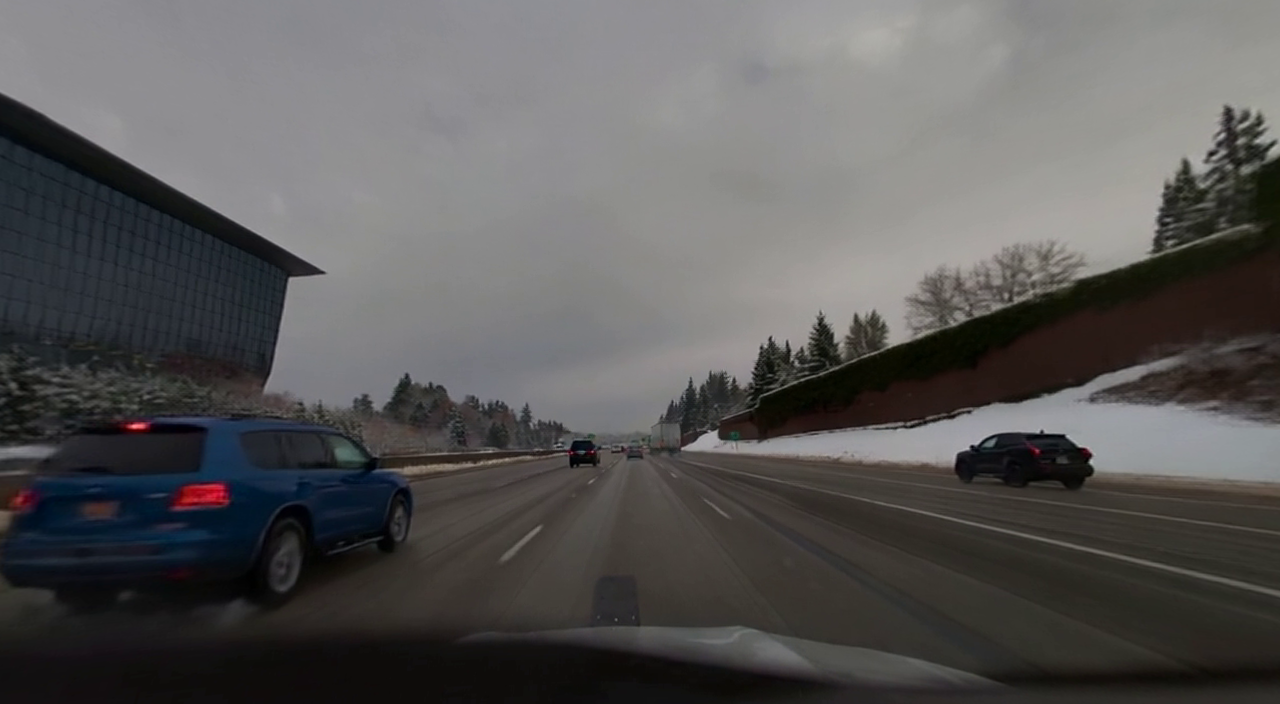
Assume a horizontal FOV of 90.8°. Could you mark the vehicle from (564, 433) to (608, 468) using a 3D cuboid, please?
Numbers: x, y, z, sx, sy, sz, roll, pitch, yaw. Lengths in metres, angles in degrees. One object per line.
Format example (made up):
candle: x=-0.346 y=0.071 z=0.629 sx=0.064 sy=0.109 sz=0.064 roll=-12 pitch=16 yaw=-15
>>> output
vehicle: x=-3.302 y=6.208 z=39.817 sx=2.284 sy=2.022 sz=5.752 roll=0 pitch=-9 yaw=-1

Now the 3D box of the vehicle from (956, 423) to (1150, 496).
vehicle: x=11.593 y=3.065 z=18.336 sx=2.089 sy=1.787 sz=5.080 roll=0 pitch=-9 yaw=-1

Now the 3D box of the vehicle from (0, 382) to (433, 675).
vehicle: x=-3.657 y=1.365 z=5.908 sx=2.039 sy=1.710 sz=4.237 roll=0 pitch=-9 yaw=-1
